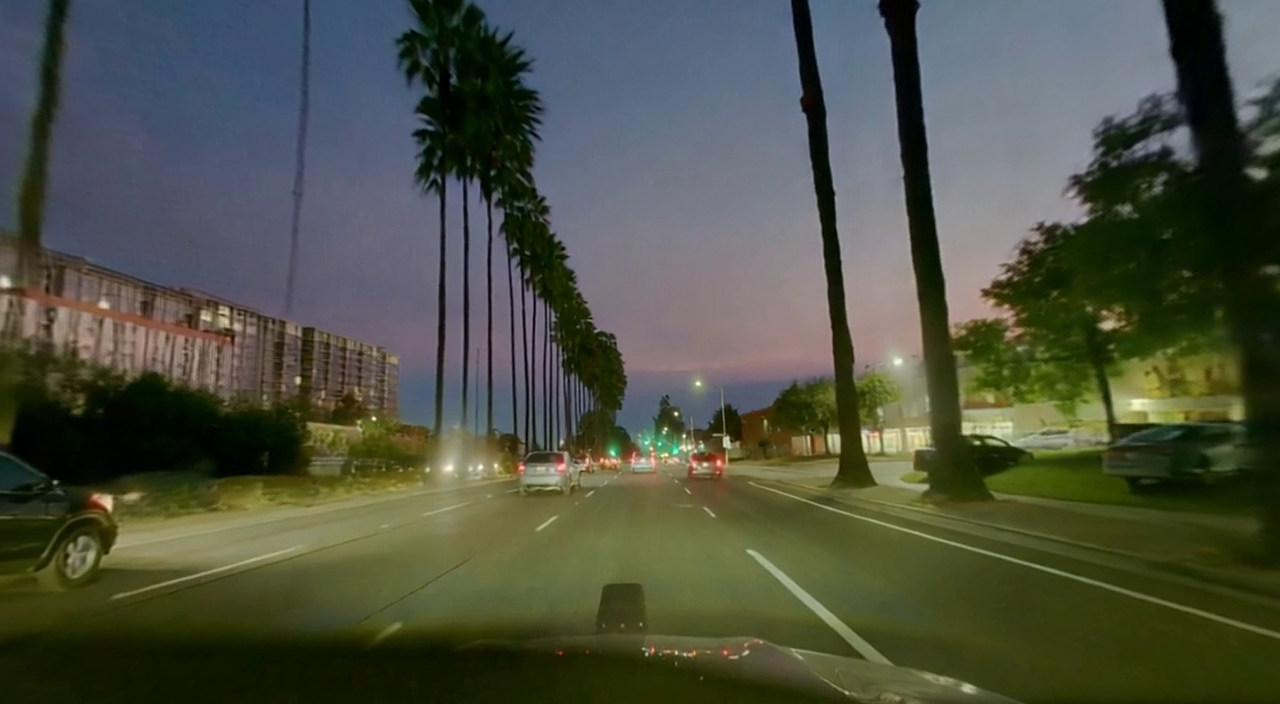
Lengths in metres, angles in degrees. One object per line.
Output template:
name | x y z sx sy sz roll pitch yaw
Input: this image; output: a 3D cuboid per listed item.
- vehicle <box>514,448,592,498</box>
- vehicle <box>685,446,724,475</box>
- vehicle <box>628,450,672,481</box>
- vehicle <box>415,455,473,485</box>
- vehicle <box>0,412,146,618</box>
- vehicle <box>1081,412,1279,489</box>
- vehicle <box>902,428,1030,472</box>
vehicle | -2.864 4.109 21.760 1.908 1.505 4.369 0 -9 2
vehicle | 4.192 7.171 41.764 2.108 1.785 4.334 0 -9 -1
vehicle | 0.518 5.955 33.143 2.147 1.507 3.953 0 -9 1
vehicle | -11.736 7.087 38.045 2.034 1.649 4.577 0 -9 0
vehicle | -6.501 1.267 4.601 2.030 1.730 4.506 0 -9 1
vehicle | 12.182 2.188 13.983 4.453 1.475 1.823 4 -10 -25
vehicle | 12.206 3.685 23.587 4.378 1.463 1.824 5 -10 -23
